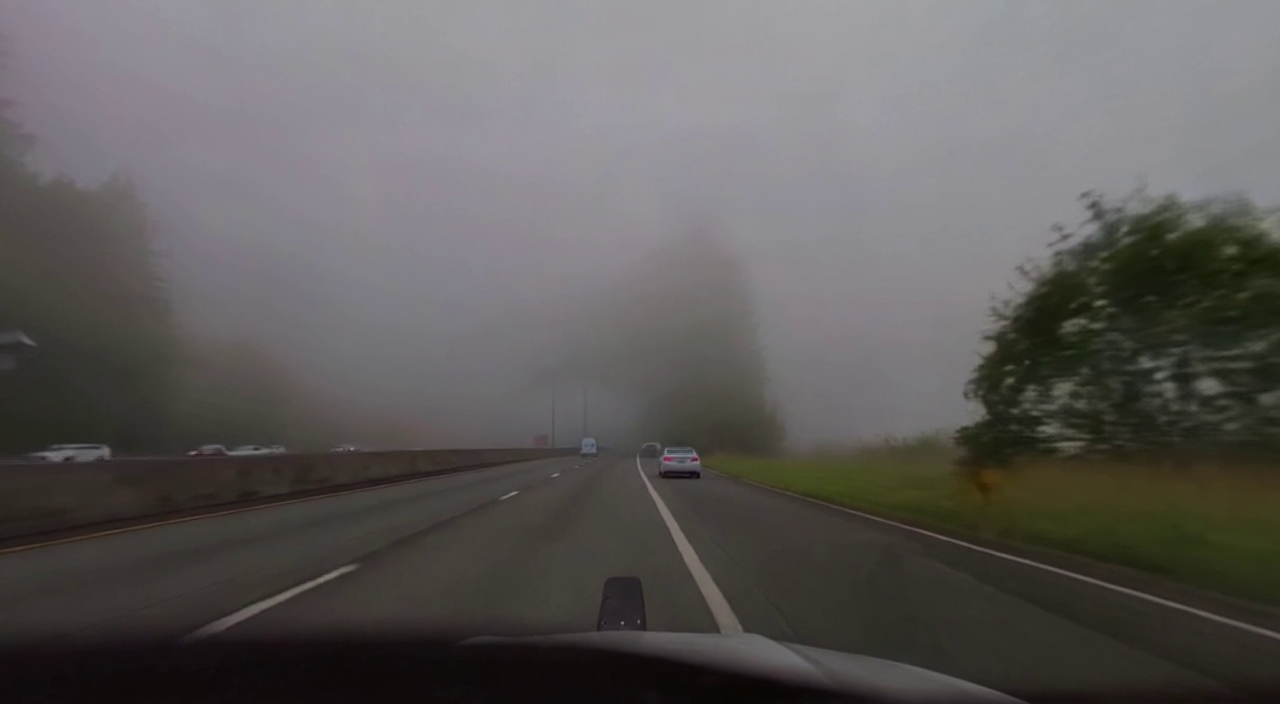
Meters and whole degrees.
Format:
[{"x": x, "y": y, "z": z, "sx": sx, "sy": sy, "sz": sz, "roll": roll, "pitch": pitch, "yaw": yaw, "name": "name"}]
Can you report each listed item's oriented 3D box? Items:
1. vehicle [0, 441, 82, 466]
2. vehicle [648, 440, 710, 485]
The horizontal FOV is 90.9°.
[{"x": -37.301, "y": 6.315, "z": 39.247, "sx": 1.768, "sy": 1.444, "sz": 3.802, "roll": 0, "pitch": -9, "yaw": -5, "name": "vehicle"}, {"x": 1.328, "y": 4.010, "z": 23.100, "sx": 1.960, "sy": 1.456, "sz": 3.818, "roll": 0, "pitch": -9, "yaw": -1, "name": "vehicle"}]
